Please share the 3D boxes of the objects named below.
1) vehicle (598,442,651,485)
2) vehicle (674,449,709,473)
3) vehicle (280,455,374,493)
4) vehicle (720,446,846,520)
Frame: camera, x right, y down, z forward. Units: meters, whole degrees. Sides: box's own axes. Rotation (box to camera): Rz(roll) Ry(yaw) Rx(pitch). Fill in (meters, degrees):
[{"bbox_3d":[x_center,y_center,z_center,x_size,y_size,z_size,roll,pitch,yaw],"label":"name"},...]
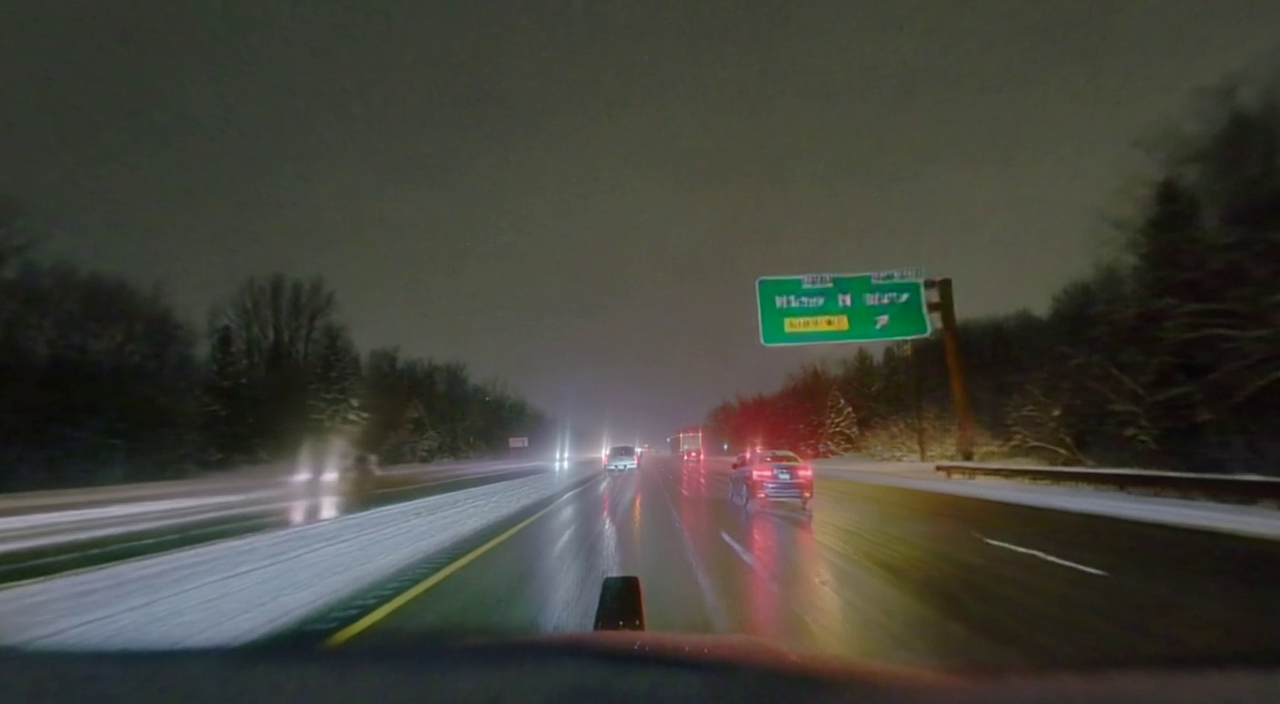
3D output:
[{"bbox_3d":[-0.614,4.860,27.784,2.142,1.724,4.344,0,-9,0],"label":"vehicle"},{"bbox_3d":[3.513,7.512,43.493,2.047,1.540,4.294,0,-9,0],"label":"vehicle"},{"bbox_3d":[-14.300,5.571,29.123,1.878,1.521,4.608,0,-9,1],"label":"vehicle"},{"bbox_3d":[3.176,2.987,14.889,2.004,1.471,4.032,0,-9,0],"label":"vehicle"}]
